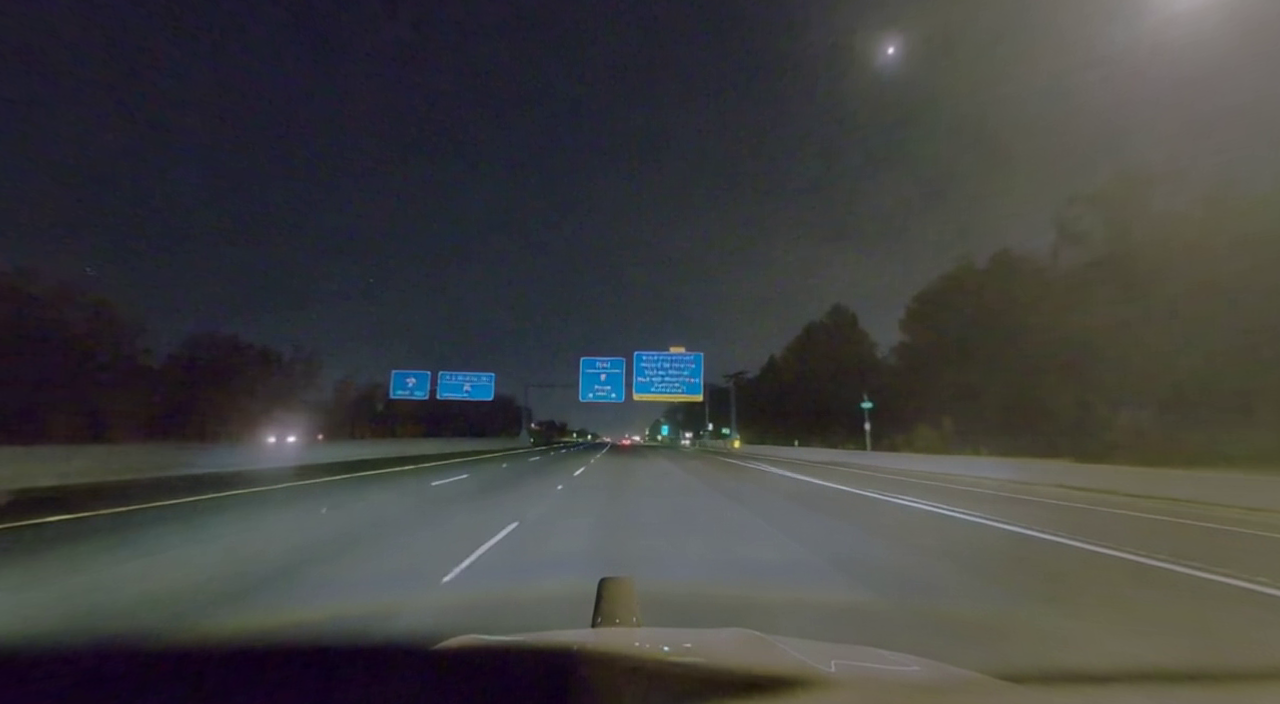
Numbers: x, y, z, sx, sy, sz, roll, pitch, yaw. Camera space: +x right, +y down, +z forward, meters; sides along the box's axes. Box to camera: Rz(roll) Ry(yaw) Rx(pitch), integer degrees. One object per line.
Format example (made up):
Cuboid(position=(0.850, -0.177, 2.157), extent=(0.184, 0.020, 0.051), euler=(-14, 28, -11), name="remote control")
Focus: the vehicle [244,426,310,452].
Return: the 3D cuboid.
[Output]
Cuboid(position=(-25.627, 6.170, 44.593), extent=(1.972, 1.731, 4.584), euler=(0, -8, -1), name="vehicle")
